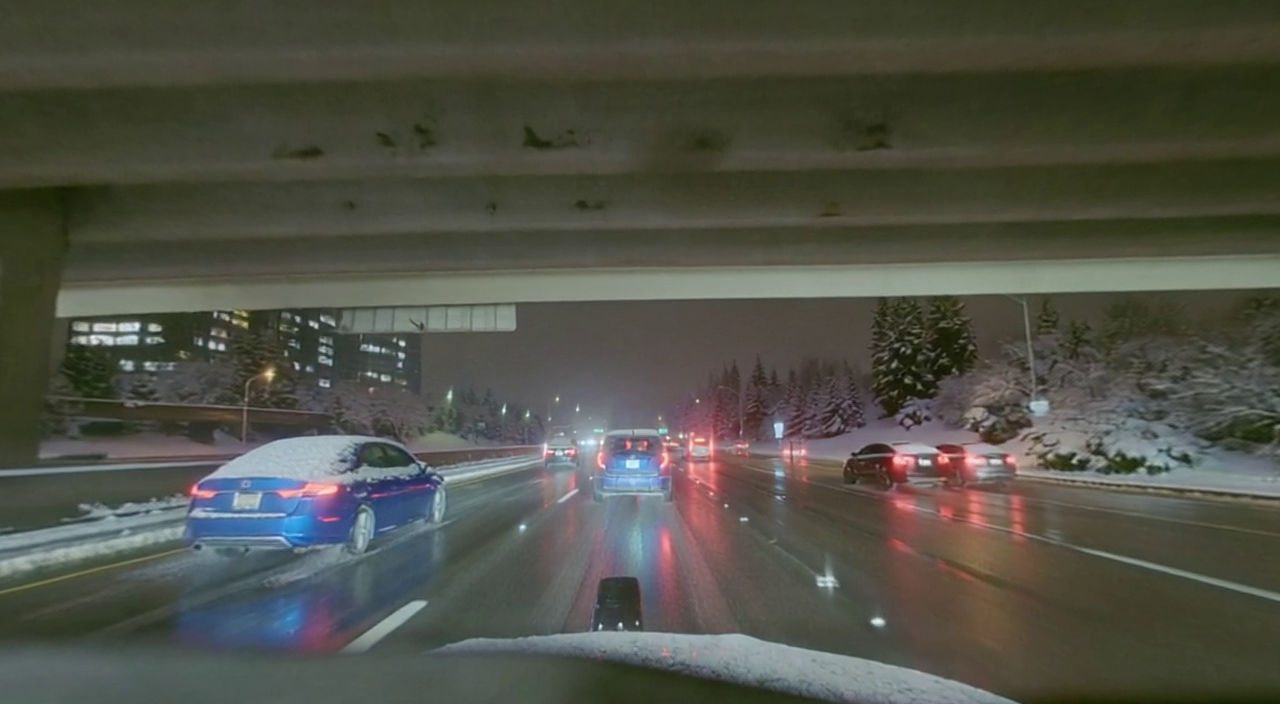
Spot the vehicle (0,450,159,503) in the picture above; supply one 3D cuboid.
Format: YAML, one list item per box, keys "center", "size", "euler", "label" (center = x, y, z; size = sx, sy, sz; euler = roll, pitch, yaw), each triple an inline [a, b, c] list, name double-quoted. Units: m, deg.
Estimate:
- center: [-18.510, 3.983, 20.652]
  size: [1.839, 1.495, 4.458]
  euler: [0, -9, 1]
  label: "vehicle"

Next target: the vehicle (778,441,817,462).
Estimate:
- center: [11.818, 7.503, 47.569]
  size: [1.868, 1.468, 4.168]
  euler: [0, -9, 0]
  label: "vehicle"

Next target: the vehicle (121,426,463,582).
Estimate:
- center: [-4.016, 1.815, 8.384]
  size: [1.974, 1.478, 4.412]
  euler: [0, -9, 1]
  label: "vehicle"

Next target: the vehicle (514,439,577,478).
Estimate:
- center: [-3.920, 4.490, 26.806]
  size: [1.947, 1.516, 4.295]
  euler: [0, -9, 1]
  label: "vehicle"

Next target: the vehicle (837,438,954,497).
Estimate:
- center: [7.246, 3.301, 18.310]
  size: [1.880, 1.526, 3.641]
  euler: [0, -9, 0]
  label: "vehicle"

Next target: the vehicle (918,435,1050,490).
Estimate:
- center: [11.468, 3.706, 21.408]
  size: [1.992, 1.625, 4.359]
  euler: [0, -9, 0]
  label: "vehicle"

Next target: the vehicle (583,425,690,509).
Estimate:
- center: [-0.071, 2.664, 14.959]
  size: [2.181, 1.697, 4.021]
  euler: [0, -9, 0]
  label: "vehicle"

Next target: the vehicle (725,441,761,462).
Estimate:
- center: [7.769, 7.540, 47.857]
  size: [1.963, 1.482, 4.436]
  euler: [0, -9, 0]
  label: "vehicle"

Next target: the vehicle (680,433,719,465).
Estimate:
- center: [3.768, 6.232, 40.455]
  size: [2.069, 1.876, 4.447]
  euler: [0, -9, 0]
  label: "vehicle"
